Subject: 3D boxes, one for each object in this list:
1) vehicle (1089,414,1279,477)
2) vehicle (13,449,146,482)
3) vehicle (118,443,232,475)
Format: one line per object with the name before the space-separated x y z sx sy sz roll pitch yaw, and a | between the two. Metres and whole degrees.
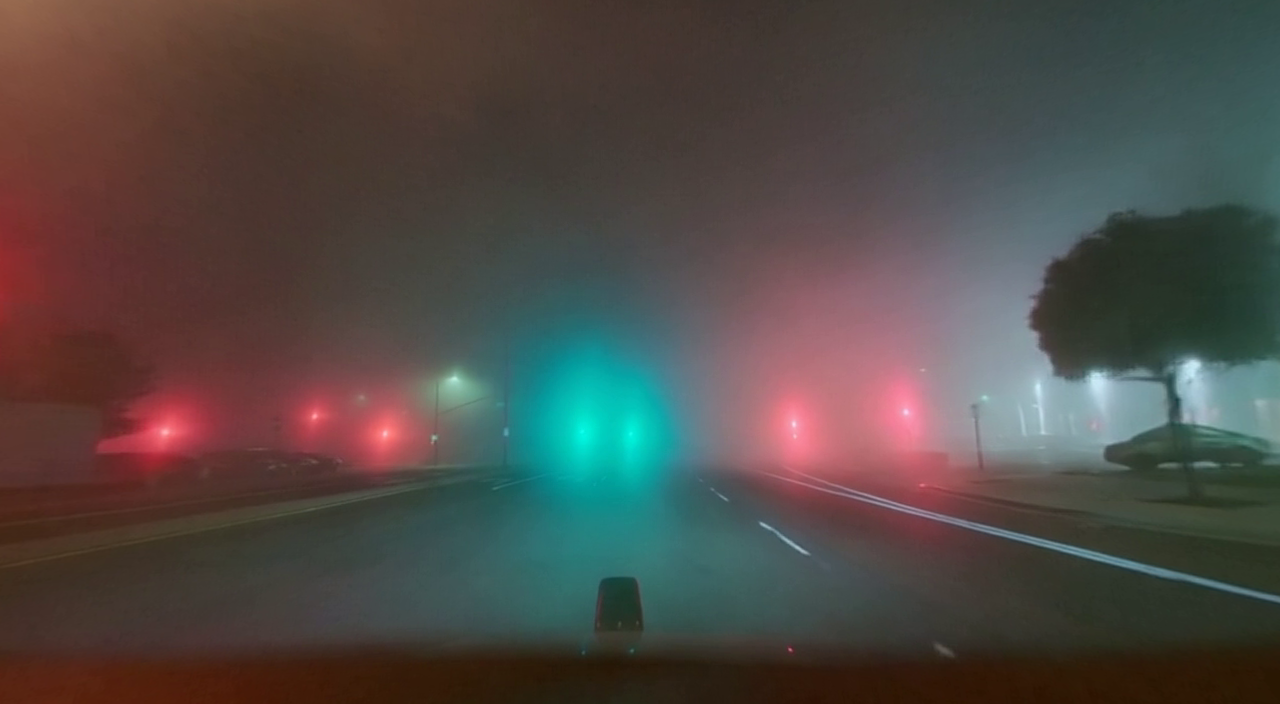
vehicle | 19.157 3.327 22.375 2.074 1.959 4.793 3 -9 -19
vehicle | -29.113 5.888 32.944 4.913 1.677 2.032 0 -9 -2
vehicle | -28.422 6.548 38.737 5.248 1.758 2.122 -1 -8 -2
